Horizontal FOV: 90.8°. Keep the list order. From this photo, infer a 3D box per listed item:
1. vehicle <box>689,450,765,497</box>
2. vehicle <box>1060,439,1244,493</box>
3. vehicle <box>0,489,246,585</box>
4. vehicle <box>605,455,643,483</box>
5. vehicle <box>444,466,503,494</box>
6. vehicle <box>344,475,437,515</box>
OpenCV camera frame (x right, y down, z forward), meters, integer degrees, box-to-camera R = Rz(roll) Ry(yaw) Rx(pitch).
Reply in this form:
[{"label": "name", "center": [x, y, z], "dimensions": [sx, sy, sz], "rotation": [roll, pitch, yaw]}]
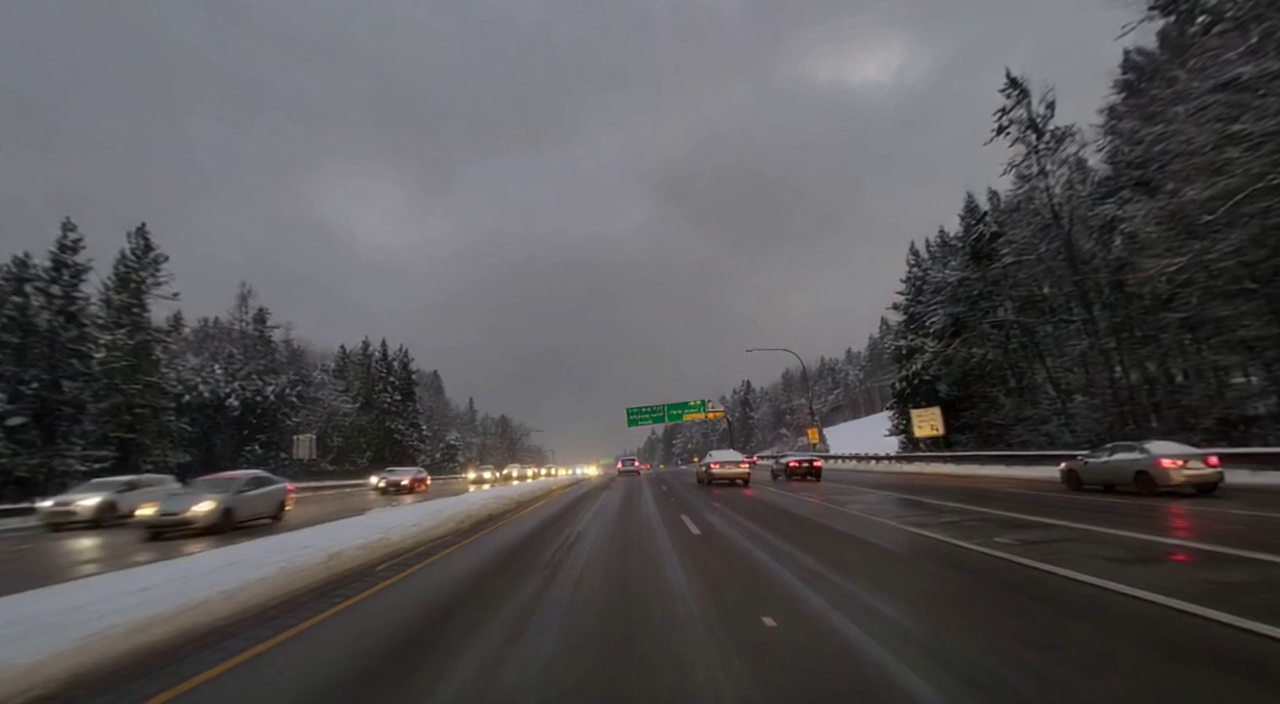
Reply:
[{"label": "vehicle", "center": [2.984, 4.298, 22.727], "dimensions": [1.972, 1.488, 4.335], "rotation": [0, -9, -2]}, {"label": "vehicle", "center": [16.067, 3.596, 20.234], "dimensions": [1.939, 1.529, 4.555], "rotation": [0, -9, -2]}, {"label": "vehicle", "center": [-10.864, 3.810, 13.555], "dimensions": [1.974, 1.417, 4.286], "rotation": [0, -9, 1]}, {"label": "vehicle", "center": [-0.885, 6.843, 37.130], "dimensions": [2.090, 1.510, 4.280], "rotation": [0, -9, 0]}, {"label": "vehicle", "center": [-10.606, 8.194, 40.735], "dimensions": [2.420, 1.511, 4.810], "rotation": [0, -9, 1]}, {"label": "vehicle", "center": [-10.554, 6.075, 27.139], "dimensions": [2.201, 1.417, 4.255], "rotation": [0, -9, 1]}]
